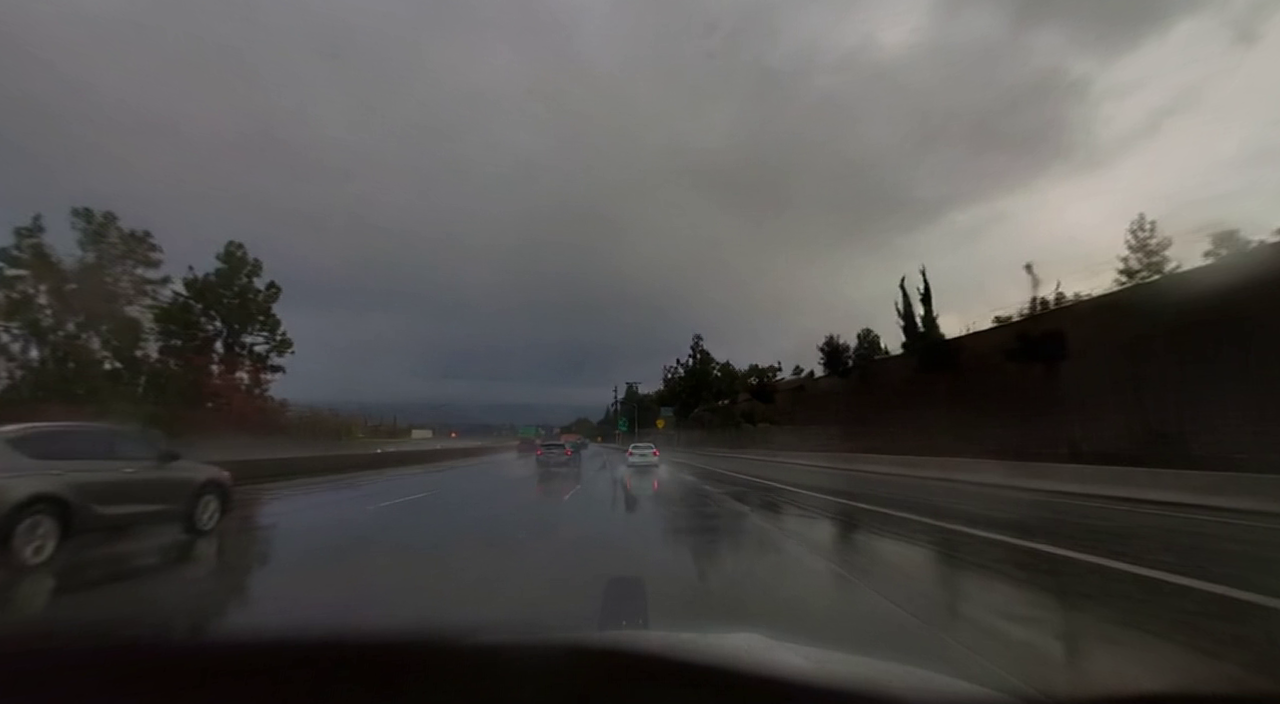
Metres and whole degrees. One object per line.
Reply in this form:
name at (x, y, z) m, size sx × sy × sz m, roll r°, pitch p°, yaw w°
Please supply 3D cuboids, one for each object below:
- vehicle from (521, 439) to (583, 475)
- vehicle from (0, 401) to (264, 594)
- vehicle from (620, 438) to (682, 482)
vehicle at (-3.883, 4.756, 28.783) m, size 2.246 × 1.519 × 4.980 m, roll 0°, pitch -9°, yaw -2°
vehicle at (-6.776, 1.512, 7.060) m, size 2.221 × 1.693 × 4.631 m, roll 0°, pitch -9°, yaw 0°
vehicle at (0.320, 3.870, 22.813) m, size 2.051 × 1.444 × 3.927 m, roll 0°, pitch -9°, yaw -1°
